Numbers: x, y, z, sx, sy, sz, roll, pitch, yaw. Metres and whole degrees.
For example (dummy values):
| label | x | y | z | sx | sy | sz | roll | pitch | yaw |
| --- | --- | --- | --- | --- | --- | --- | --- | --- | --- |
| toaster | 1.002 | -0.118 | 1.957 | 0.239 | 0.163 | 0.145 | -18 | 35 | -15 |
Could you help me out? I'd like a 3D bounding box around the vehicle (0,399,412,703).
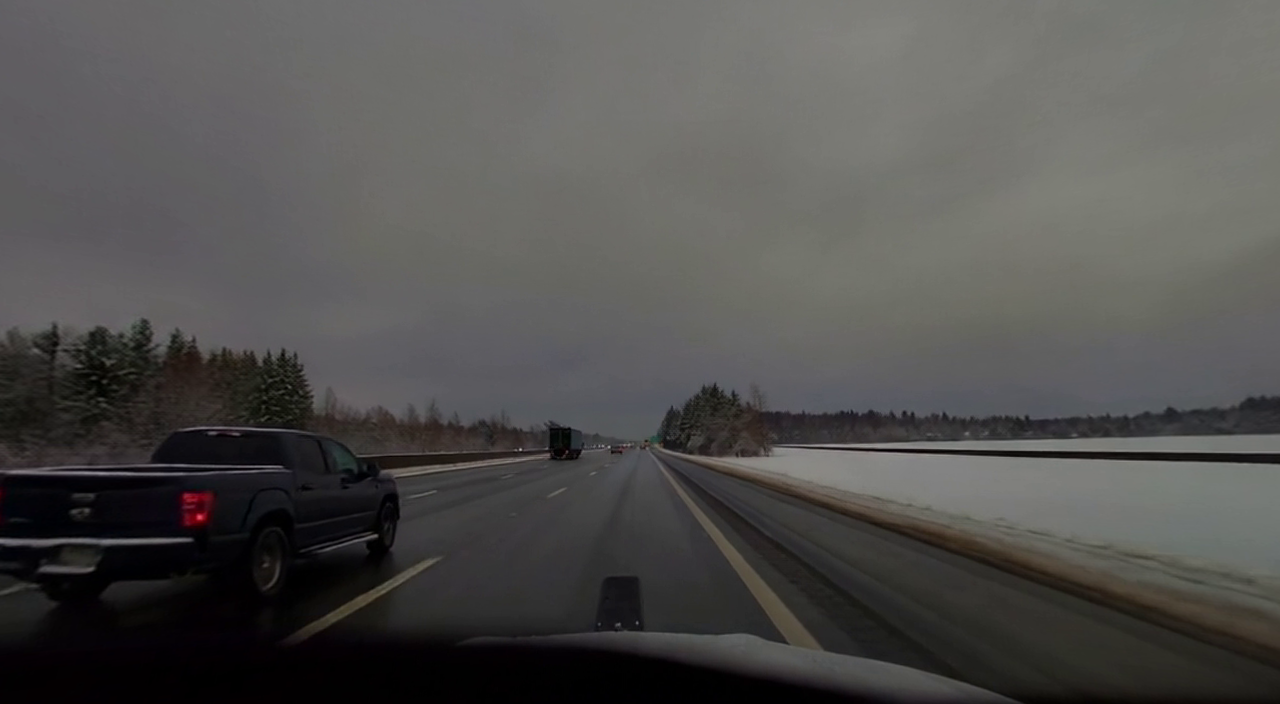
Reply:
| label | x | y | z | sx | sy | sz | roll | pitch | yaw |
| --- | --- | --- | --- | --- | --- | --- | --- | --- | --- |
| vehicle | -3.884 | 1.363 | 5.388 | 2.028 | 1.553 | 4.820 | 0 | -9 | 0 |
